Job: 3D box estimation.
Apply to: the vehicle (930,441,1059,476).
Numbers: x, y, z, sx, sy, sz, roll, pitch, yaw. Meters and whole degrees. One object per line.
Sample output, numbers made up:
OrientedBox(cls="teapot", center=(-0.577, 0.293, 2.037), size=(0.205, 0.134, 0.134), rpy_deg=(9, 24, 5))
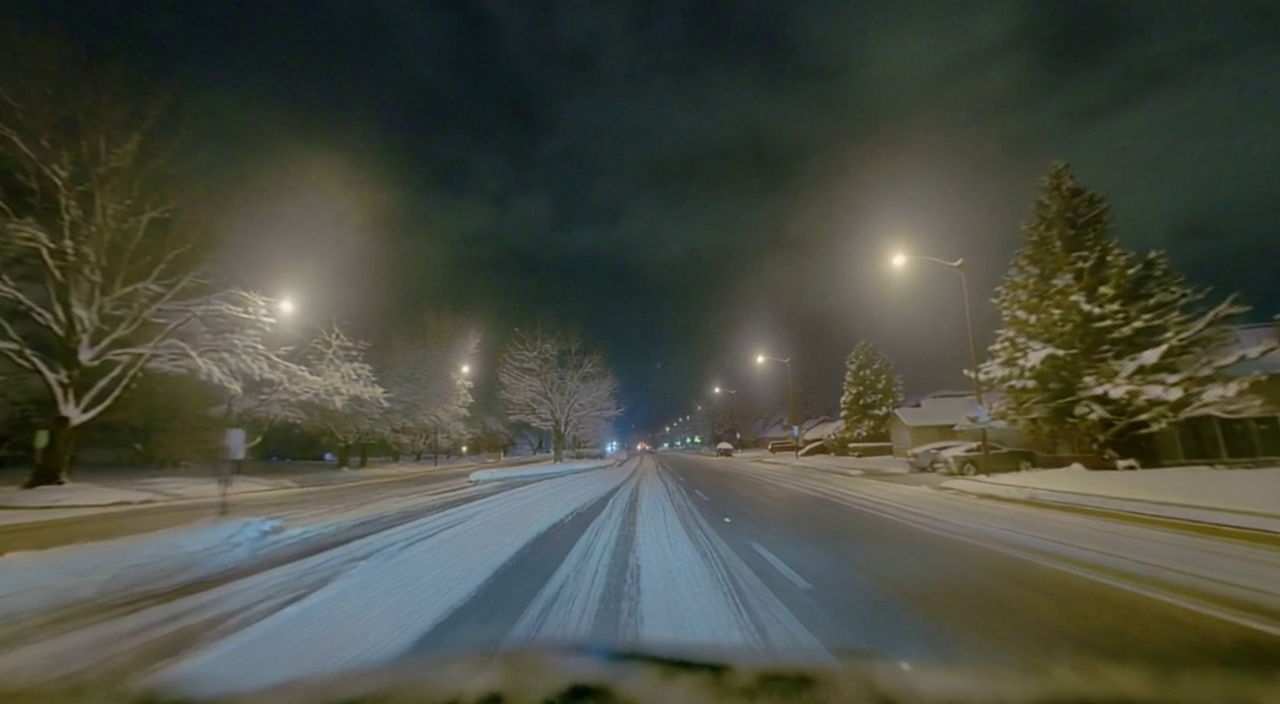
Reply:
OrientedBox(cls="vehicle", center=(15.892, 4.800, 28.526), size=(4.592, 1.472, 2.009), rpy_deg=(0, -9, -1))
